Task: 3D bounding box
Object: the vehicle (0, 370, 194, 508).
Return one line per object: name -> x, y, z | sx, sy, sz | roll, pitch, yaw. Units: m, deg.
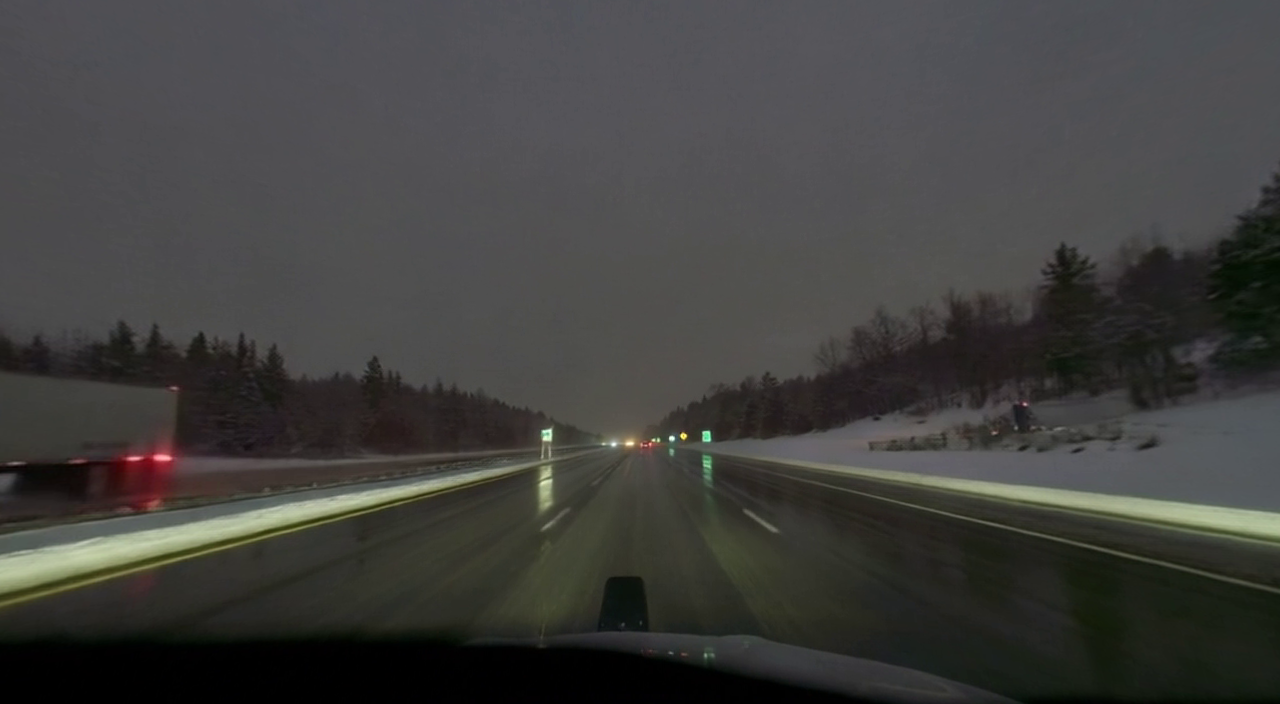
vehicle -> -20.358, 3.126, 22.402 | 2.889, 4.041, 8.073 | 0, -8, 0
